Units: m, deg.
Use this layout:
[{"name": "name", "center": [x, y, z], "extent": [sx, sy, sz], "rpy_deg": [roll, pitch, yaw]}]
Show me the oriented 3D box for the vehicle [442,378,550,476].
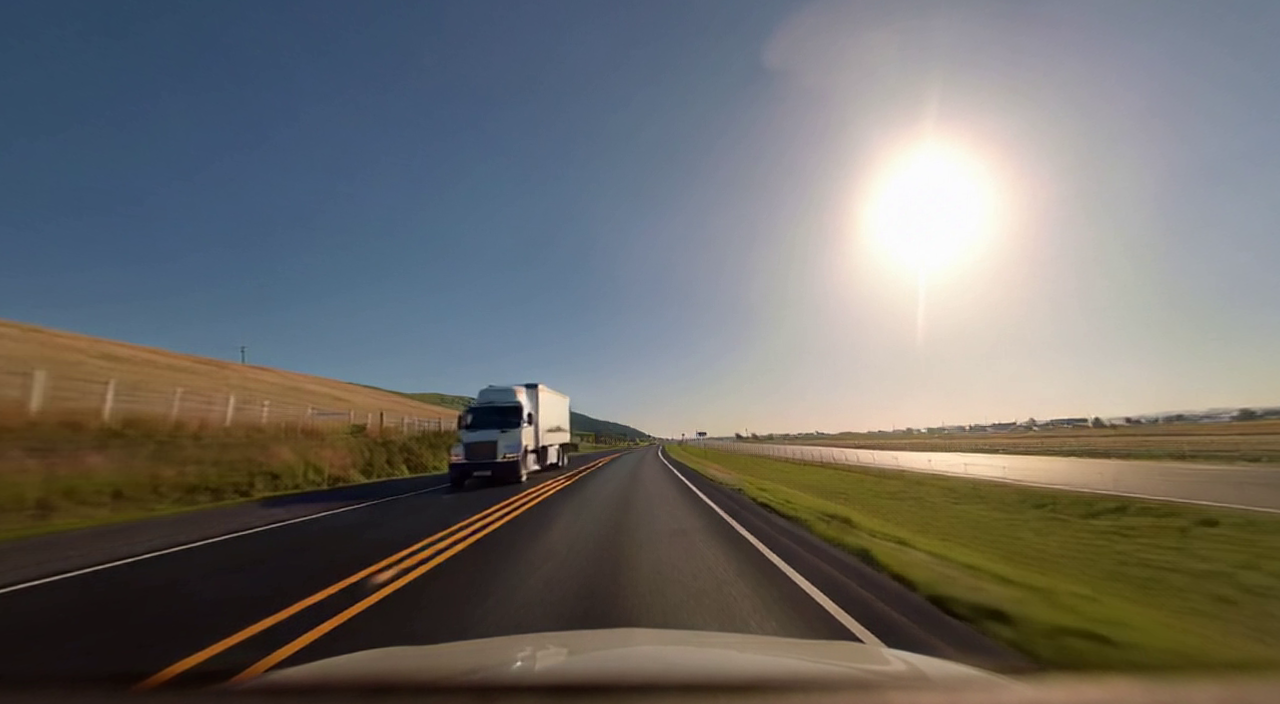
[{"name": "vehicle", "center": [-6.275, 3.456, 28.590], "extent": [3.460, 3.937, 5.736], "rpy_deg": [-1, -8, 1]}]
